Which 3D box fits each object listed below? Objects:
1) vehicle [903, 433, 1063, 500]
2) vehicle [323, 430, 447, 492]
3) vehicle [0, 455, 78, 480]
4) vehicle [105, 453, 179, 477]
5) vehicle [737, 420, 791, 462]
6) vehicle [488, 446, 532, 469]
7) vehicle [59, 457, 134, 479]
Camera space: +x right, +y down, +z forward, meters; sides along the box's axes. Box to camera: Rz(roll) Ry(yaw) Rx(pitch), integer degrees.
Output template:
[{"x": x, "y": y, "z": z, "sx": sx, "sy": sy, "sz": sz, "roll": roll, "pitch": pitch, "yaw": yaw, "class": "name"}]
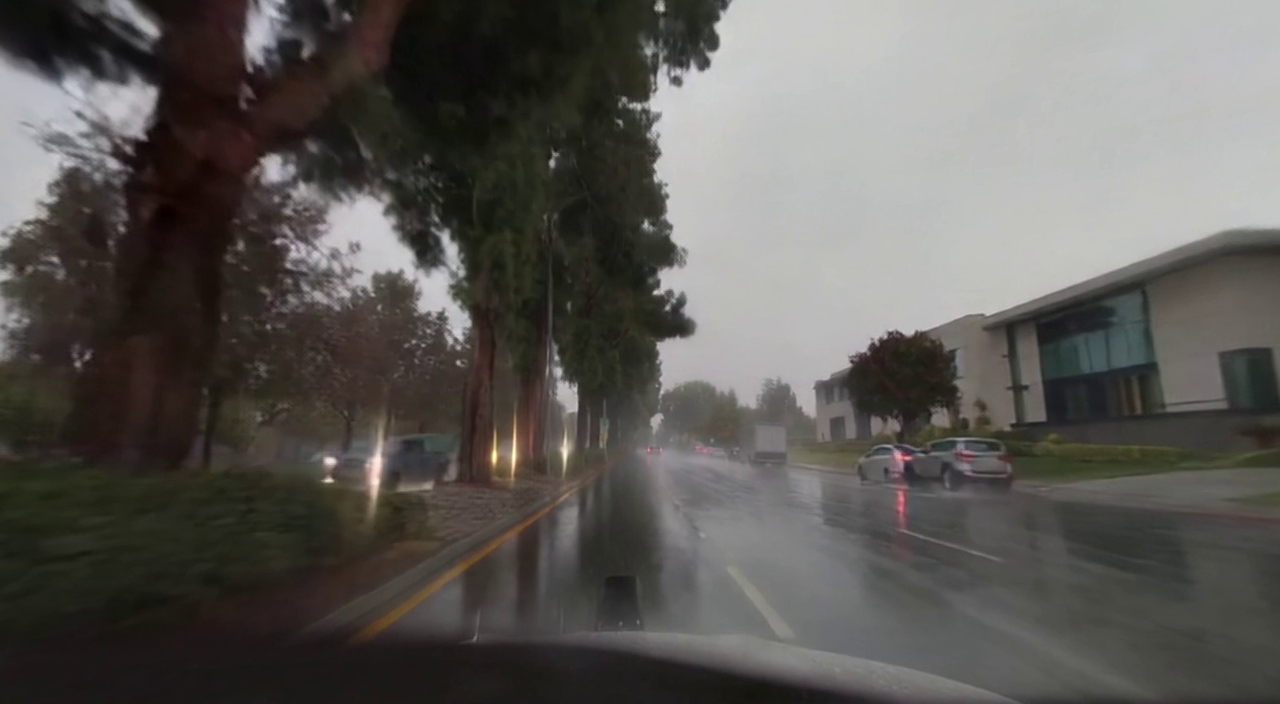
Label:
[{"x": 10.238, "y": 3.439, "z": 19.477, "sx": 2.043, "sy": 1.761, "sz": 5.022, "roll": 0, "pitch": -8, "yaw": -1, "class": "vehicle"}, {"x": -8.752, "y": 3.768, "z": 22.276, "sx": 2.212, "sy": 1.904, "sz": 4.986, "roll": 0, "pitch": -8, "yaw": 1, "class": "vehicle"}, {"x": -46.182, "y": 8.825, "z": 48.398, "sx": 1.943, "sy": 1.705, "sz": 4.610, "roll": 0, "pitch": -8, "yaw": 1, "class": "vehicle"}, {"x": -38.211, "y": 8.655, "z": 48.582, "sx": 1.943, "sy": 1.644, "sz": 4.418, "roll": 0, "pitch": -8, "yaw": 2, "class": "vehicle"}, {"x": 9.467, "y": 6.986, "z": 49.200, "sx": 2.670, "sy": 3.016, "sz": 7.732, "roll": 0, "pitch": -9, "yaw": 0, "class": "vehicle"}, {"x": -9.094, "y": 7.425, "z": 44.584, "sx": 2.001, "sy": 1.477, "sz": 4.754, "roll": 0, "pitch": -8, "yaw": 1, "class": "vehicle"}, {"x": -41.037, "y": 8.747, "z": 47.833, "sx": 2.016, "sy": 1.430, "sz": 4.269, "roll": -3, "pitch": -8, "yaw": -2, "class": "vehicle"}]
